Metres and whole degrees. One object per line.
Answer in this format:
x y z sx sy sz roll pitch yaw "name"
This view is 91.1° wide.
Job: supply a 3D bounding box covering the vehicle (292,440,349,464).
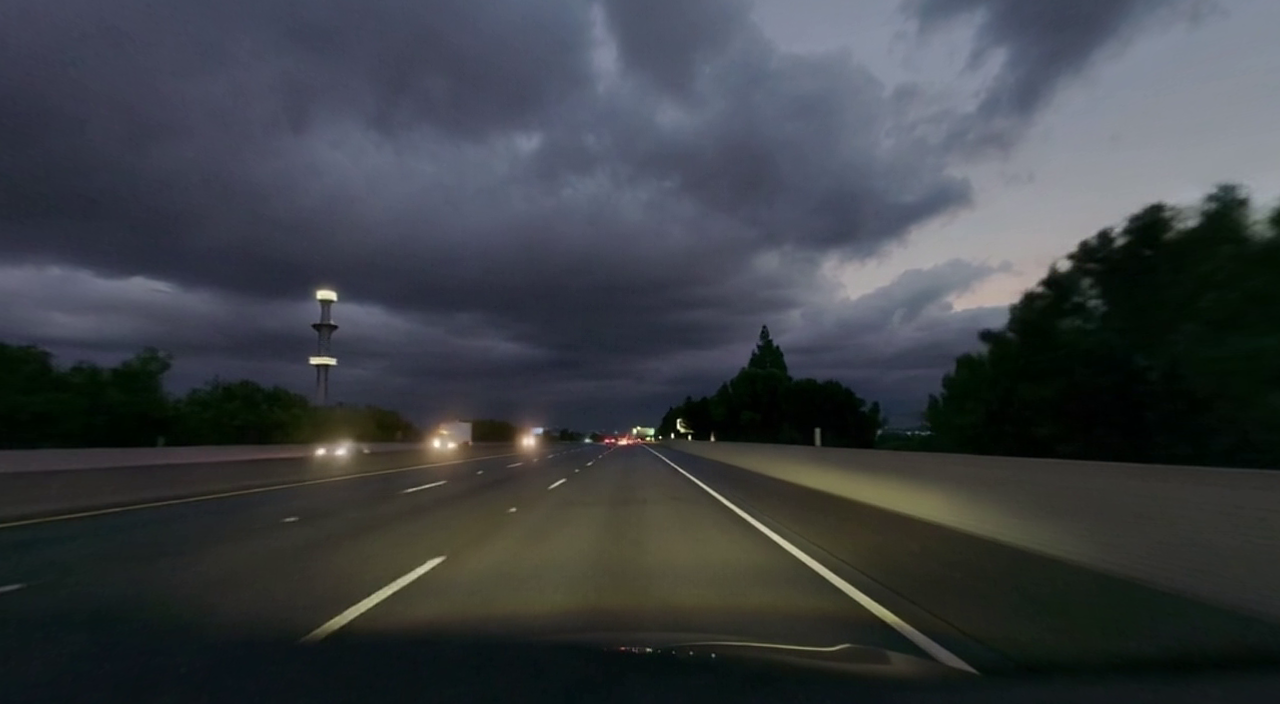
-20.900 6.518 41.252 1.743 1.499 3.723 0 -8 0 "vehicle"
